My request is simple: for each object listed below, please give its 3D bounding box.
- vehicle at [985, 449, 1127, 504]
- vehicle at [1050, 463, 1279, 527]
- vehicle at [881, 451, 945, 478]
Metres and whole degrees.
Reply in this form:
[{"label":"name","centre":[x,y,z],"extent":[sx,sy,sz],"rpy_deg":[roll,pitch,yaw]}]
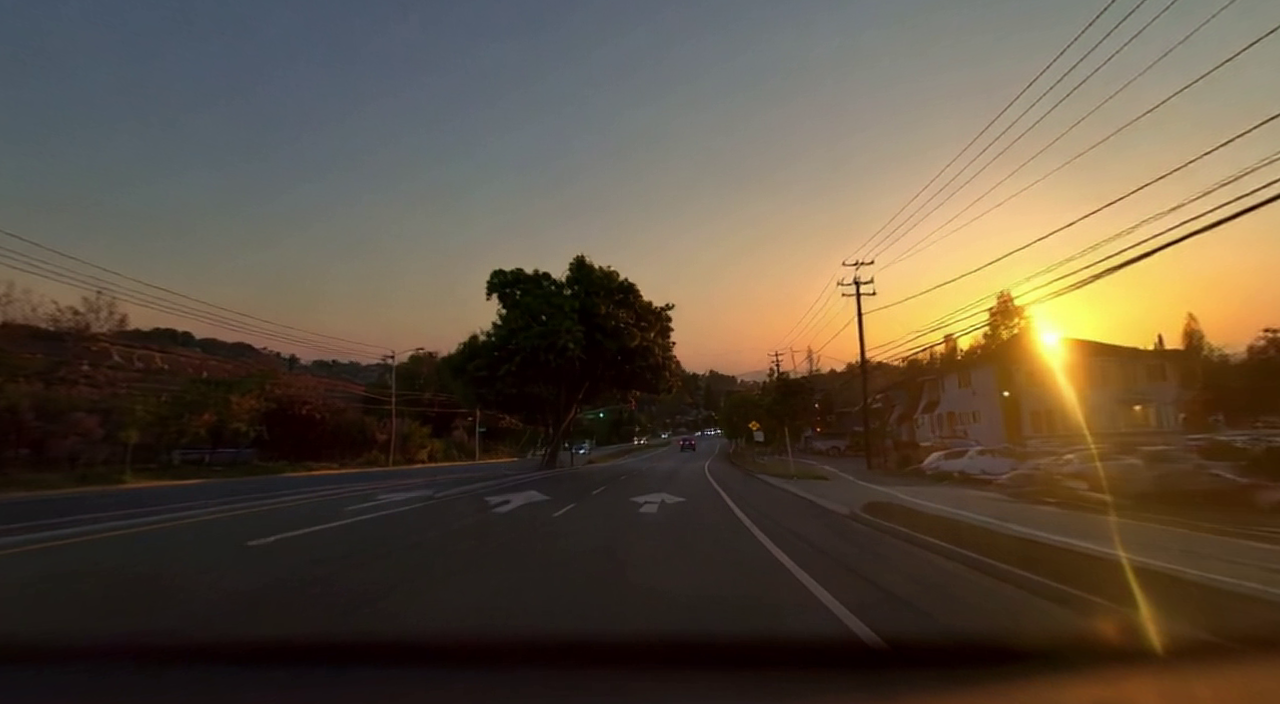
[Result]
[{"label":"vehicle","centre":[14.721,4.318,22.297],"extent":[4.405,1.694,2.227],"rpy_deg":[4,-10,-28]},{"label":"vehicle","centre":[14.759,3.941,17.952],"extent":[1.885,1.433,4.719],"rpy_deg":[7,-11,-40]},{"label":"vehicle","centre":[17.440,7.195,40.486],"extent":[1.832,1.413,4.505],"rpy_deg":[-6,-8,-3]}]
